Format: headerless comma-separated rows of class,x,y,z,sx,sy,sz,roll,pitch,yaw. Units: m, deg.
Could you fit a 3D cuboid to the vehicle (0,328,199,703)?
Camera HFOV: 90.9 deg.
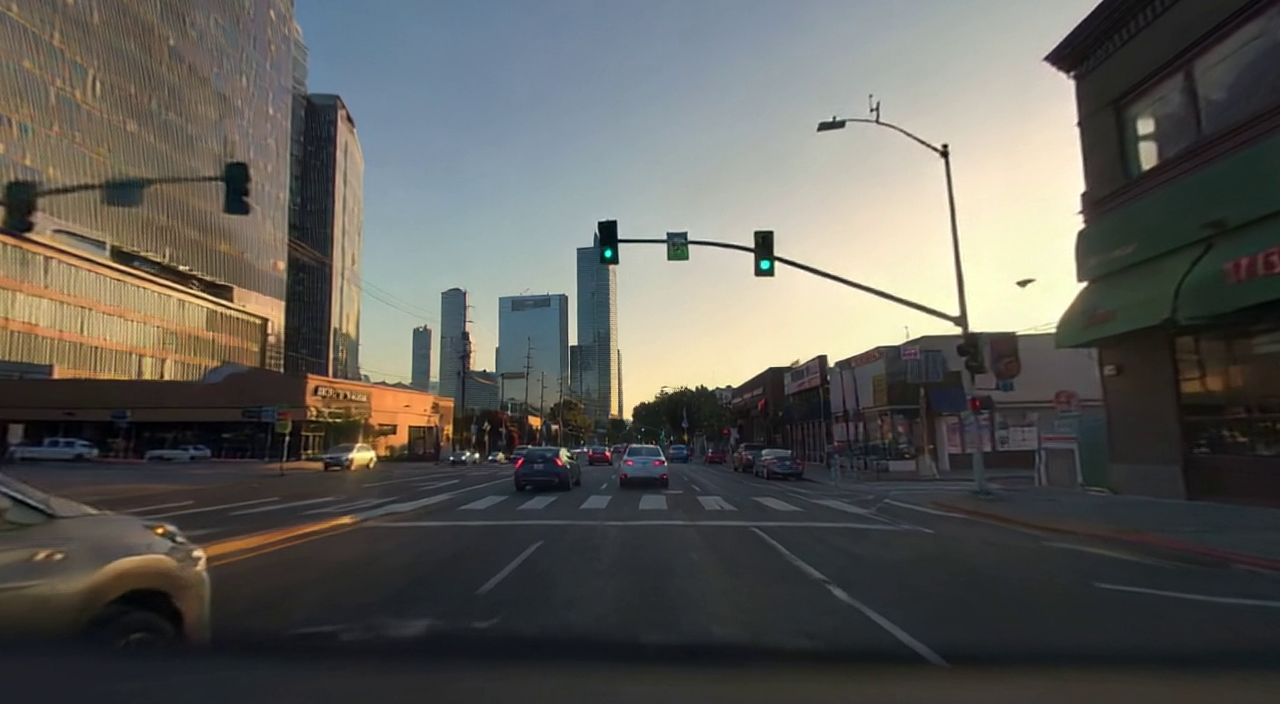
vehicle,-2.988,0.545,0.465,2.049,1.646,4.445,0,-9,1

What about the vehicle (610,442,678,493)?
vehicle,0.154,3.781,20.997,2.037,1.484,4.073,0,-9,1

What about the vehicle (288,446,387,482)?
vehicle,-15.412,5.696,32.424,2.161,1.704,4.554,-2,-9,12

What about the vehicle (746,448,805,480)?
vehicle,6.644,5.543,31.458,1.944,1.462,4.406,0,-9,0

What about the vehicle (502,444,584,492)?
vehicle,-3.178,3.895,21.564,1.950,1.450,4.257,0,-9,2
